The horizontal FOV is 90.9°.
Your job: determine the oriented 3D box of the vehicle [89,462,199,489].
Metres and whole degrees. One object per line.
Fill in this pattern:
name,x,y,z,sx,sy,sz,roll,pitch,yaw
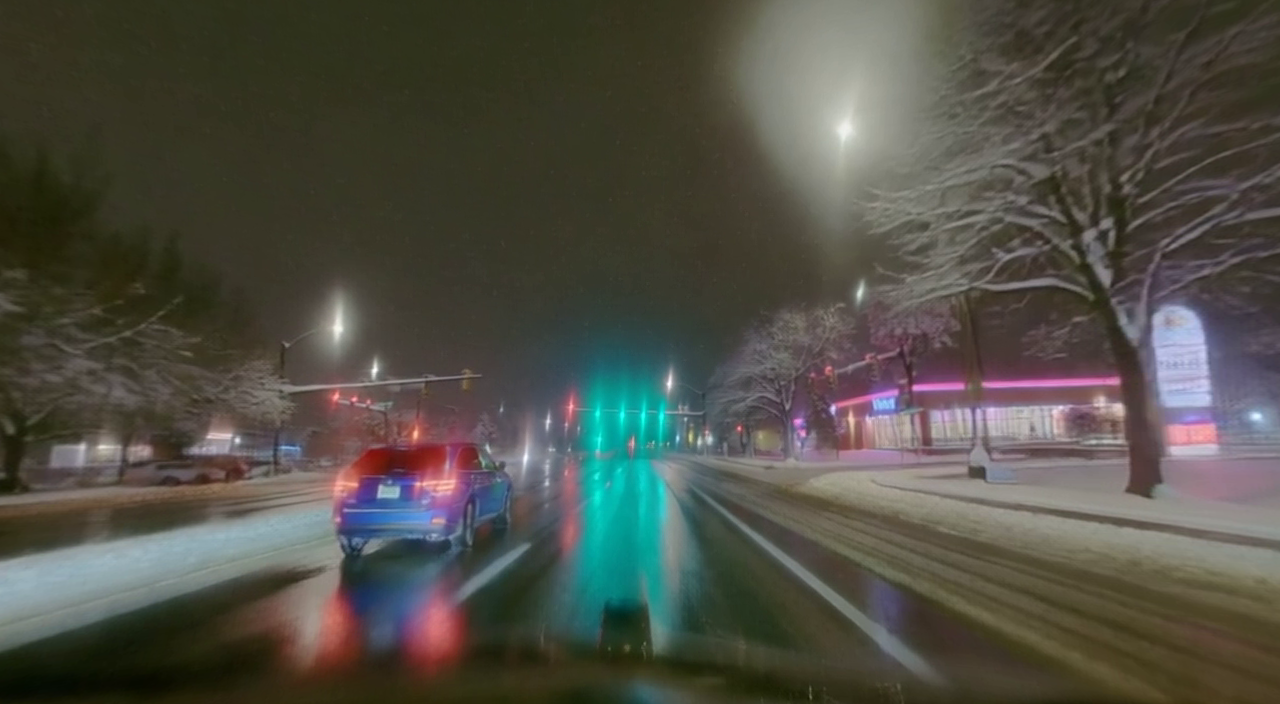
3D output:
vehicle,-30.909,7.704,39.517,4.960,1.464,2.137,4,-9,-24

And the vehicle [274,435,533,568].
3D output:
vehicle,-3.042,2.021,9.427,2.082,1.460,4.636,0,-8,0
